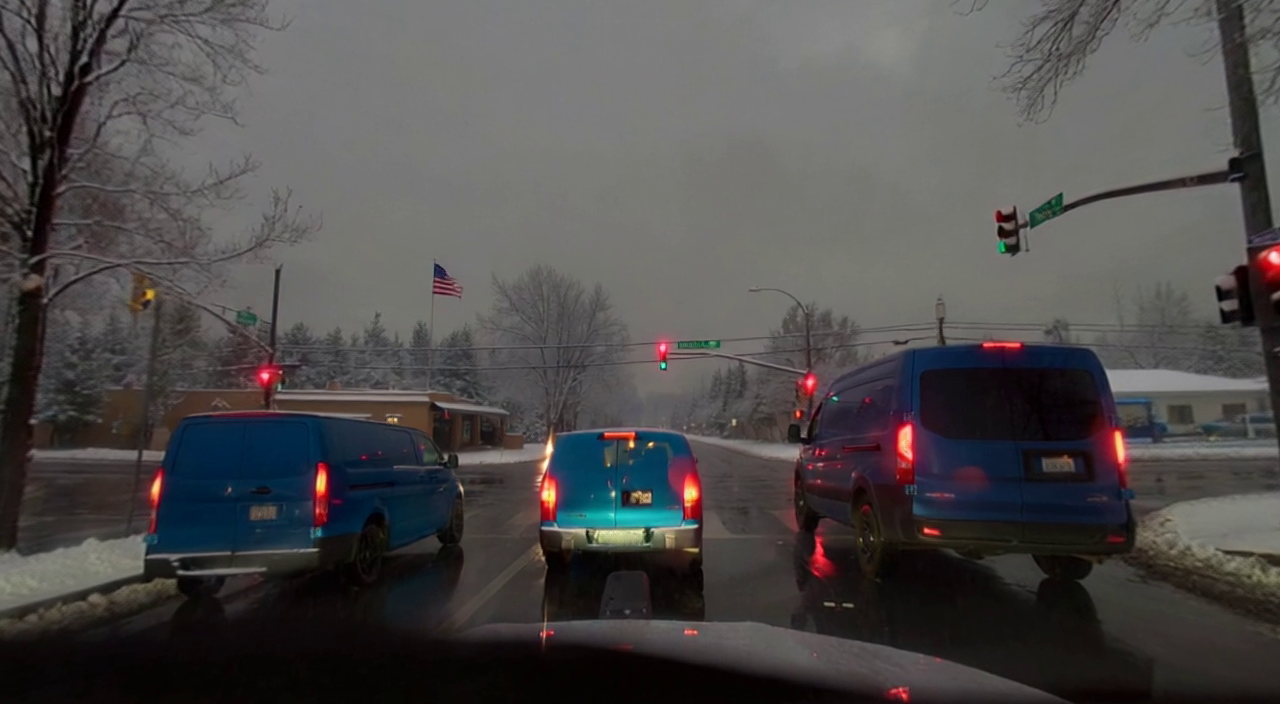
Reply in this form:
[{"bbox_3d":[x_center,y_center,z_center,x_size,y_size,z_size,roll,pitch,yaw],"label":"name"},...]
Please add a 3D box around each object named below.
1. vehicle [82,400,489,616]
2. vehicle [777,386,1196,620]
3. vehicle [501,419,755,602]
[{"bbox_3d":[-3.303,1.527,7.038,2.024,1.677,3.998,-1,-9,3],"label":"vehicle"},{"bbox_3d":[3.087,1.466,7.019,2.178,1.746,4.400,0,-9,1],"label":"vehicle"},{"bbox_3d":[-0.143,1.620,7.337,2.098,1.494,4.118,0,-9,-1],"label":"vehicle"}]
